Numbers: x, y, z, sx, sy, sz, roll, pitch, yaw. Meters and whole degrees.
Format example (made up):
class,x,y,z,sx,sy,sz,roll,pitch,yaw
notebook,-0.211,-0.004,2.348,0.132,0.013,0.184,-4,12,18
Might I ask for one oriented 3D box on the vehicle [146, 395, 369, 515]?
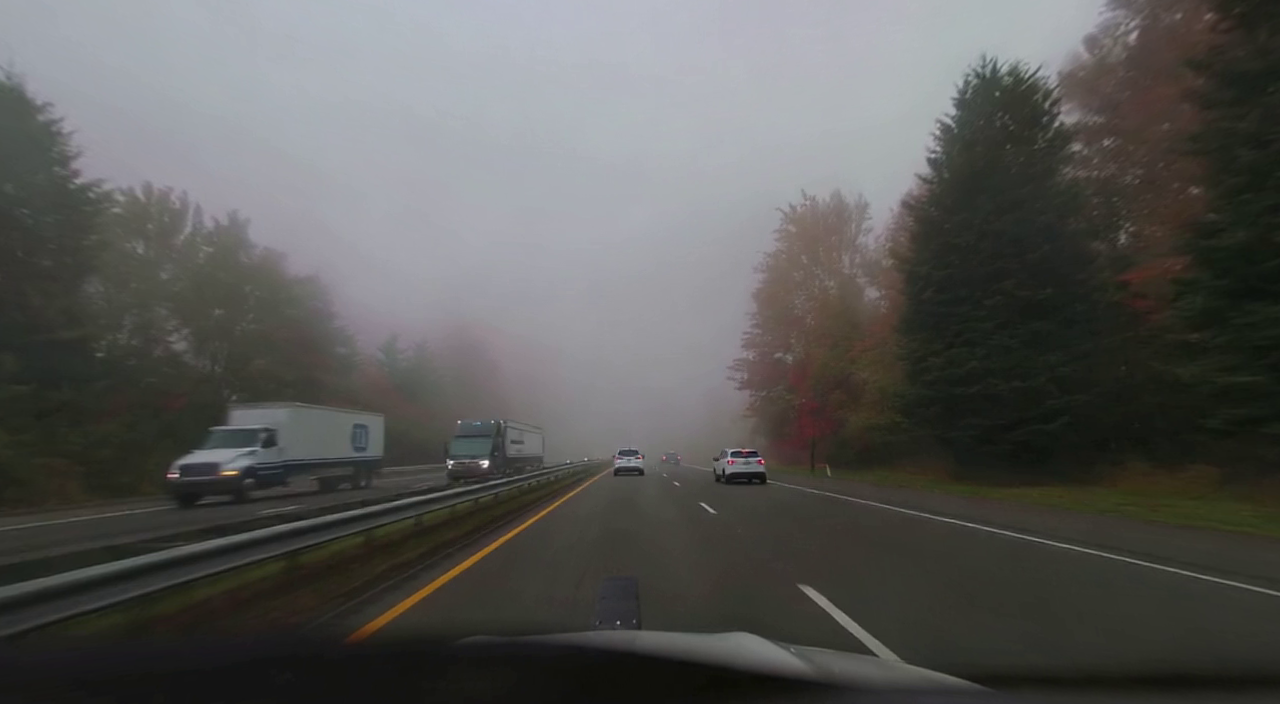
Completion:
class,x,y,z,sx,sy,sz,roll,pitch,yaw
vehicle,-13.577,3.786,23.597,2.794,3.610,8.879,0,-9,-1

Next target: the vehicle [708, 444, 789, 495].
class,x,y,z,sx,sy,sz,roll,pitch,yaw
vehicle,3.531,3.889,21.172,1.843,1.505,4.339,0,-9,-1

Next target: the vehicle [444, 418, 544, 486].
class,x,y,z,sx,sy,sz,roll,pitch,yaw
vehicle,-9.206,6.687,42.390,2.893,3.609,16.653,0,-9,0

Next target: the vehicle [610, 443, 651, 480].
class,x,y,z,sx,sy,sz,roll,pitch,yaw
vehicle,-0.469,5.569,32.139,1.937,1.699,3.936,0,-9,0
